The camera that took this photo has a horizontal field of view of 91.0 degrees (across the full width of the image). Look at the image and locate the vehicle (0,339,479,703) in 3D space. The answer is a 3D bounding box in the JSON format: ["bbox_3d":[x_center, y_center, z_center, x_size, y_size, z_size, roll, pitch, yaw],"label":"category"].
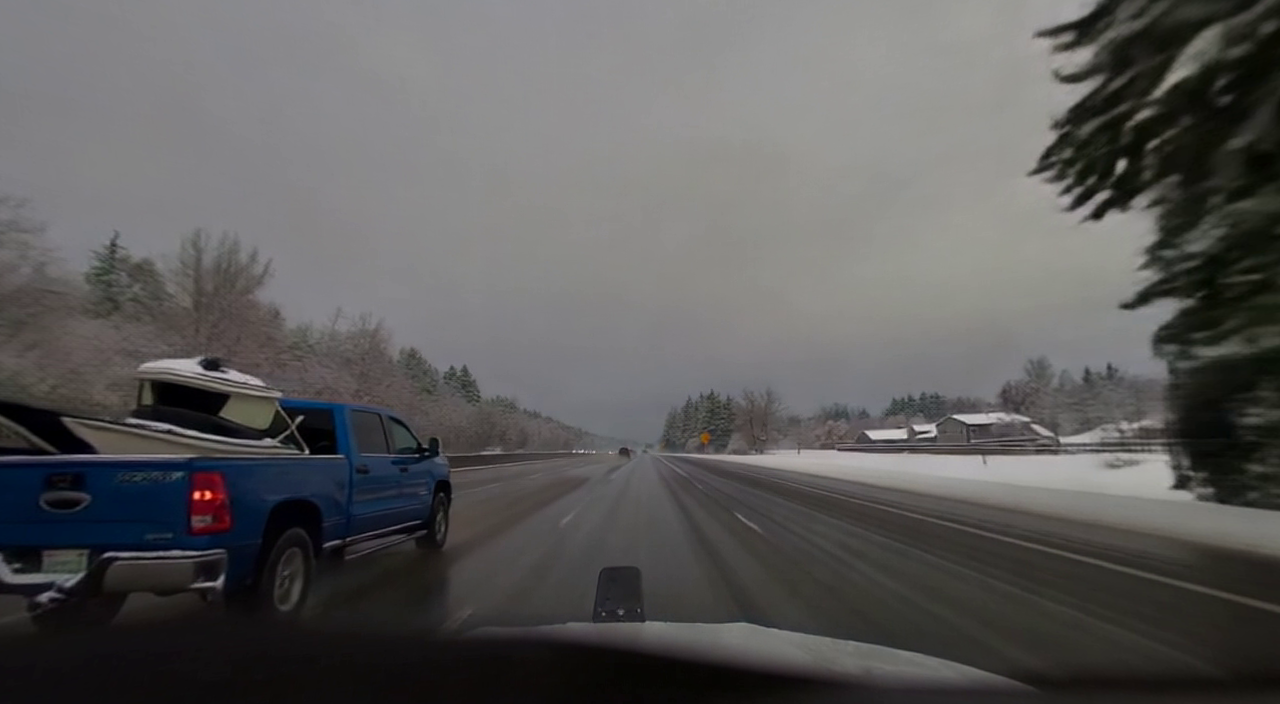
[{"bbox_3d":[-3.200,1.215,5.345,2.202,1.836,5.009,0,-8,1],"label":"vehicle"}]
